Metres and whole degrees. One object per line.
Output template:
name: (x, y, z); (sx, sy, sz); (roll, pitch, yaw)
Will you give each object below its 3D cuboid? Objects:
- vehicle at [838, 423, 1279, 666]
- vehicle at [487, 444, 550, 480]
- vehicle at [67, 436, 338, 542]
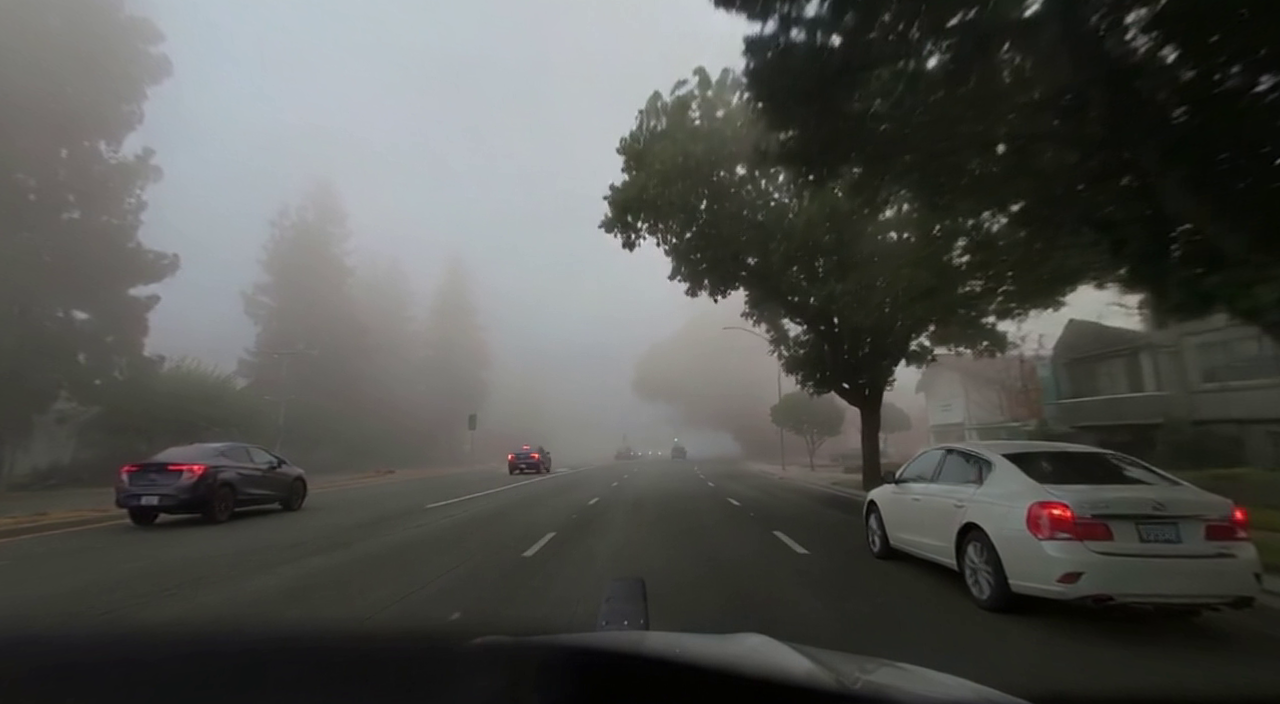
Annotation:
vehicle: (3.716, 1.580, 6.341); (2.003, 1.494, 4.705); (0, -9, 1)
vehicle: (-5.826, 5.340, 30.788); (1.988, 1.597, 4.404); (-1, -9, 3)
vehicle: (-7.615, 2.411, 11.700); (1.951, 1.554, 4.444); (0, -9, -2)
